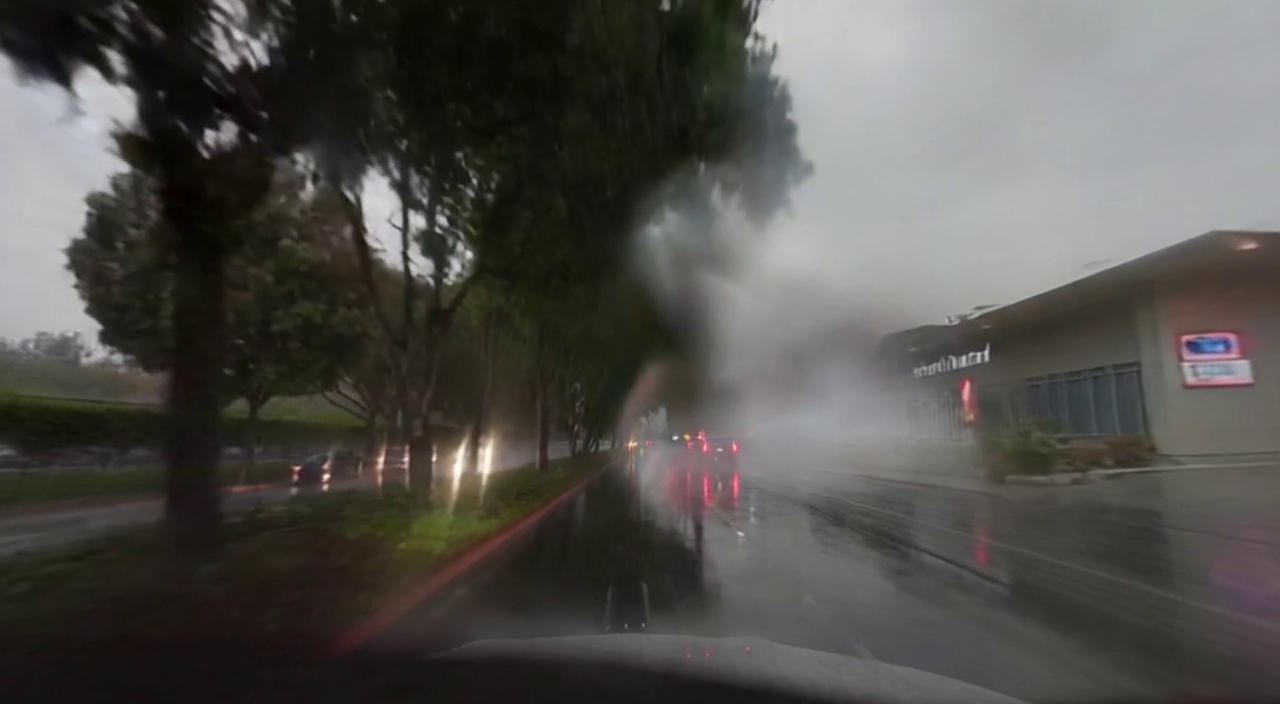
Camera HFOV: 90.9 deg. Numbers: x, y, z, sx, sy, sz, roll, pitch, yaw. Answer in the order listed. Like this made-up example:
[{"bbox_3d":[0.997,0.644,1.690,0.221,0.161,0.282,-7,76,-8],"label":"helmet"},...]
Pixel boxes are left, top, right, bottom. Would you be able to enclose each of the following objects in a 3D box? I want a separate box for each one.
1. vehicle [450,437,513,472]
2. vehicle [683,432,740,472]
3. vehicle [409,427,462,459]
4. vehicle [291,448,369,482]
[{"bbox_3d":[-8.295,5.388,33.397,2.040,1.729,4.566,0,-8,2],"label":"vehicle"},{"bbox_3d":[3.314,4.757,30.138,2.143,1.759,4.378,0,-8,-1],"label":"vehicle"},{"bbox_3d":[-13.597,6.109,42.279,2.005,2.034,4.904,0,-8,-1],"label":"vehicle"},{"bbox_3d":[-16.310,5.923,33.426,1.848,1.641,4.644,0,-8,-1],"label":"vehicle"}]
